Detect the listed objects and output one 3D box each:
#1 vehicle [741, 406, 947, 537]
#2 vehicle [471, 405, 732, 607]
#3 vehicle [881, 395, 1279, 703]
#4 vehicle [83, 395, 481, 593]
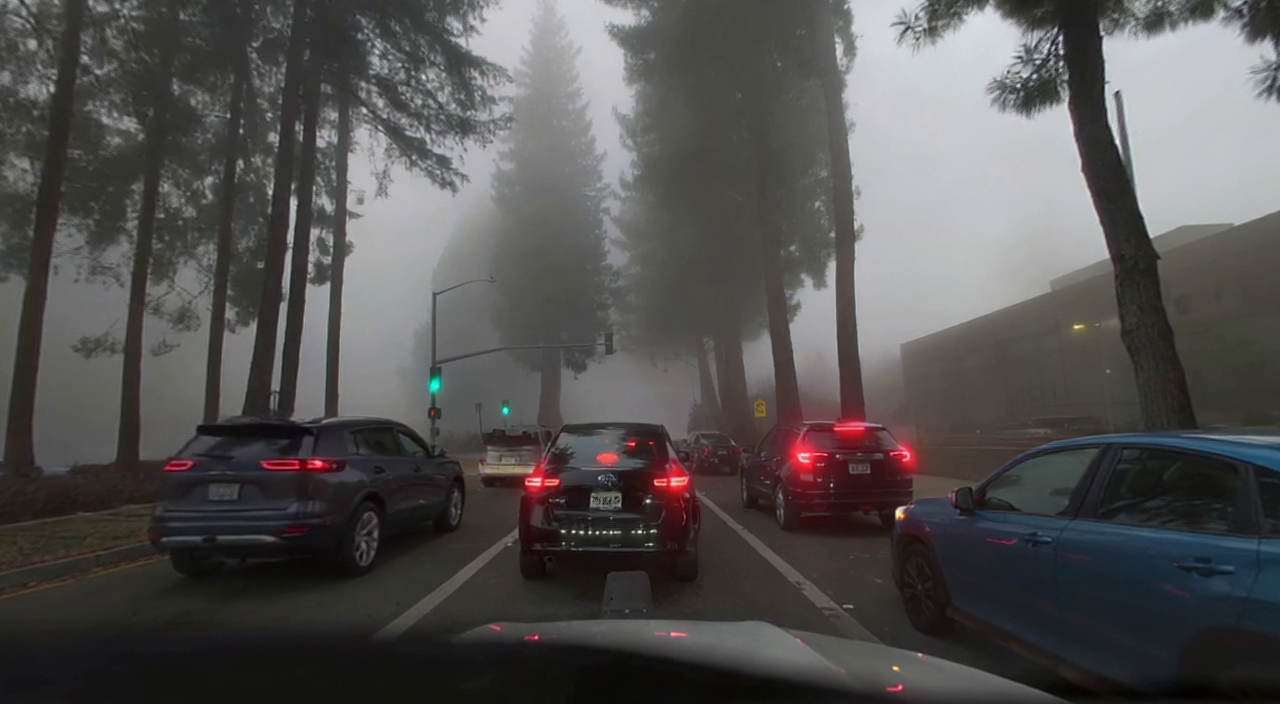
[{"bbox_3d":[3.336,2.081,11.546,2.117,1.879,4.715,0,-8,-1],"label":"vehicle"},{"bbox_3d":[-0.356,1.584,7.431,2.114,1.631,4.459,0,-8,-1],"label":"vehicle"},{"bbox_3d":[3.239,1.069,3.425,2.045,1.459,4.462,0,-8,-1],"label":"vehicle"},{"bbox_3d":[-3.755,1.595,7.994,2.141,1.718,4.809,0,-8,1],"label":"vehicle"}]
